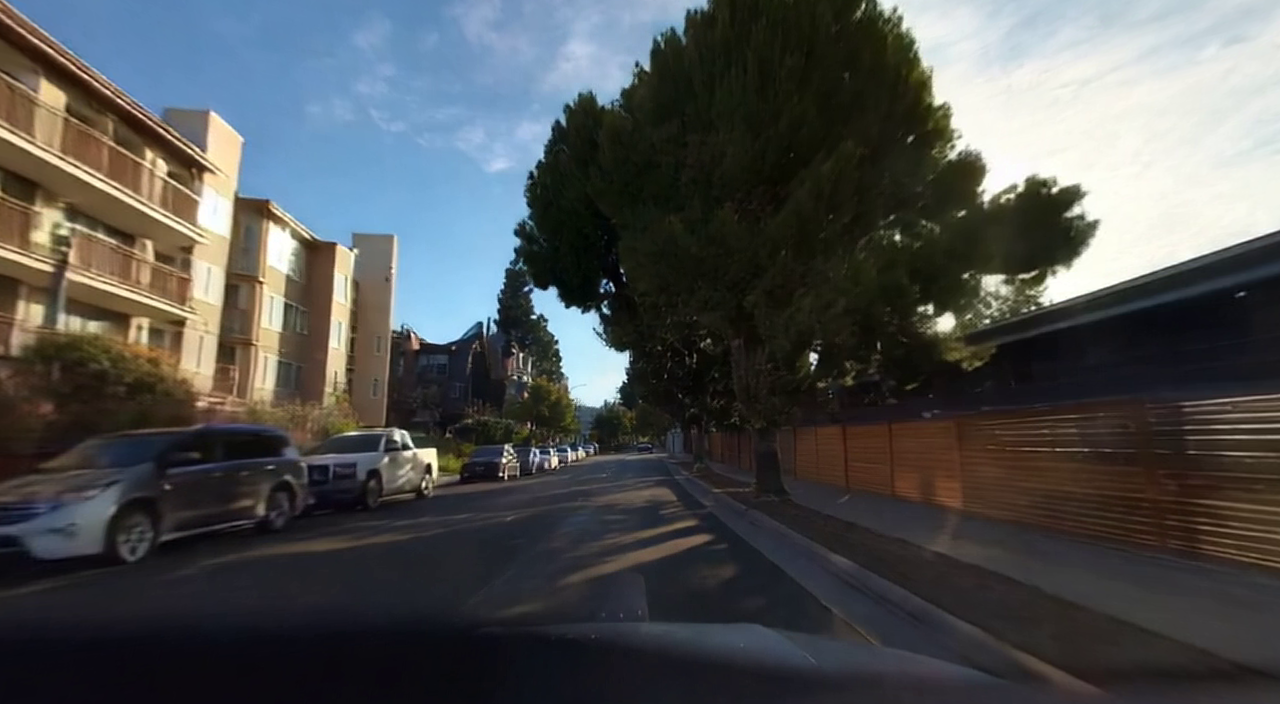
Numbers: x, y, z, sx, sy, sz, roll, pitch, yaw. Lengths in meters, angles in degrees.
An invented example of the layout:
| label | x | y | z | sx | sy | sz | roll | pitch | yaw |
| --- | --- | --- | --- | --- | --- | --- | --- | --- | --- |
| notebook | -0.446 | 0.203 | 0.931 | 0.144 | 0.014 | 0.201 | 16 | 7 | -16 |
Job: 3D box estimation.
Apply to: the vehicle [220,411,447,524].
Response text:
| label | x | y | z | sx | sy | sz | roll | pitch | yaw |
| --- | --- | --- | --- | --- | --- | --- | --- | --- | --- |
| vehicle | -6.469 | 2.534 | 14.420 | 2.331 | 1.962 | 5.633 | 2 | -8 | 0 |

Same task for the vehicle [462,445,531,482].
| label | x | y | z | sx | sy | sz | roll | pitch | yaw |
| --- | --- | --- | --- | --- | --- | --- | --- | --- | --- |
| vehicle | -6.368 | 4.977 | 28.565 | 1.914 | 1.417 | 4.750 | 2 | -8 | 1 |

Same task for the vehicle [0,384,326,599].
| label | x | y | z | sx | sy | sz | roll | pitch | yaw |
| --- | --- | --- | --- | --- | --- | --- | --- | --- | --- |
| vehicle | -6.589 | 1.626 | 8.402 | 2.192 | 1.965 | 4.917 | 2 | -8 | 1 |
